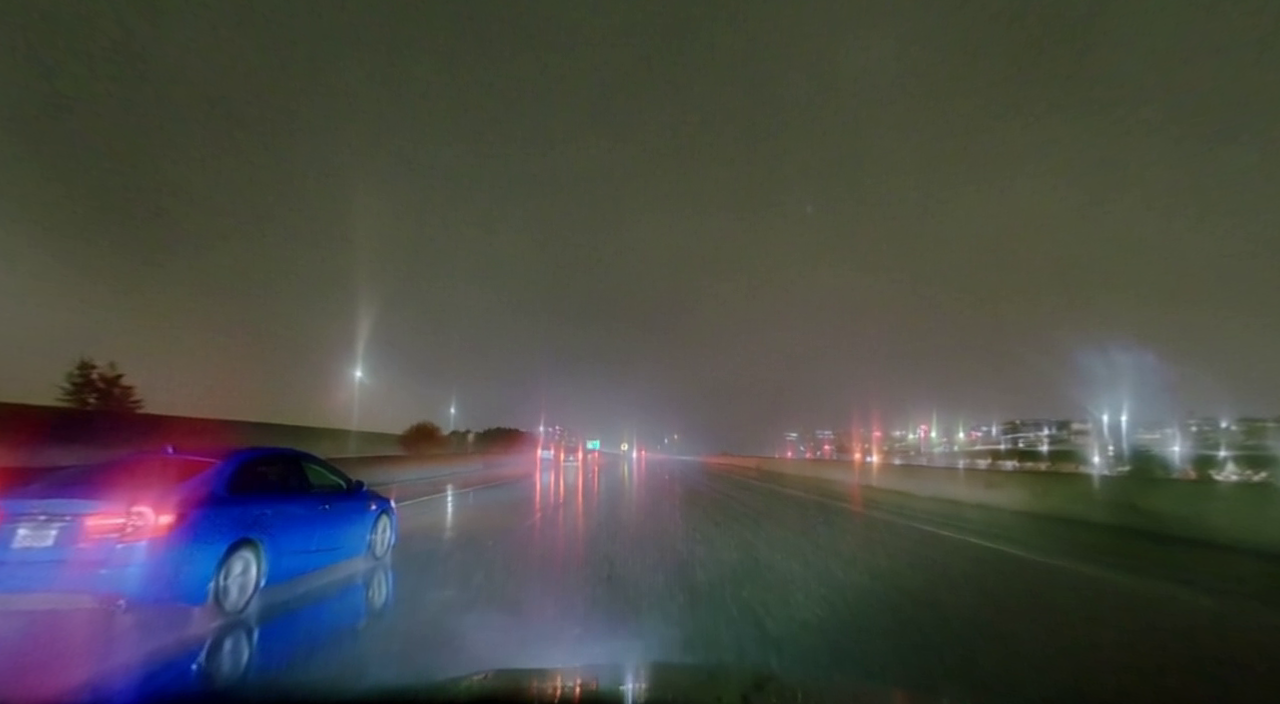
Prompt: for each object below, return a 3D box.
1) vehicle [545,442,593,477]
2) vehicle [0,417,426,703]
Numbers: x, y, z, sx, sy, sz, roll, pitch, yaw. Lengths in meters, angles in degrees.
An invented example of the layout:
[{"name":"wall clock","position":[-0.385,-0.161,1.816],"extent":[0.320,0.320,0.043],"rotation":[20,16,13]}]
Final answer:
[{"name":"vehicle","position":[-3.678,5.692,33.586],"extent":[2.075,1.702,4.257],"rotation":[0,-9,0]},{"name":"vehicle","position":[-3.721,1.421,5.494],"extent":[2.114,1.480,4.473],"rotation":[0,-9,0]}]
